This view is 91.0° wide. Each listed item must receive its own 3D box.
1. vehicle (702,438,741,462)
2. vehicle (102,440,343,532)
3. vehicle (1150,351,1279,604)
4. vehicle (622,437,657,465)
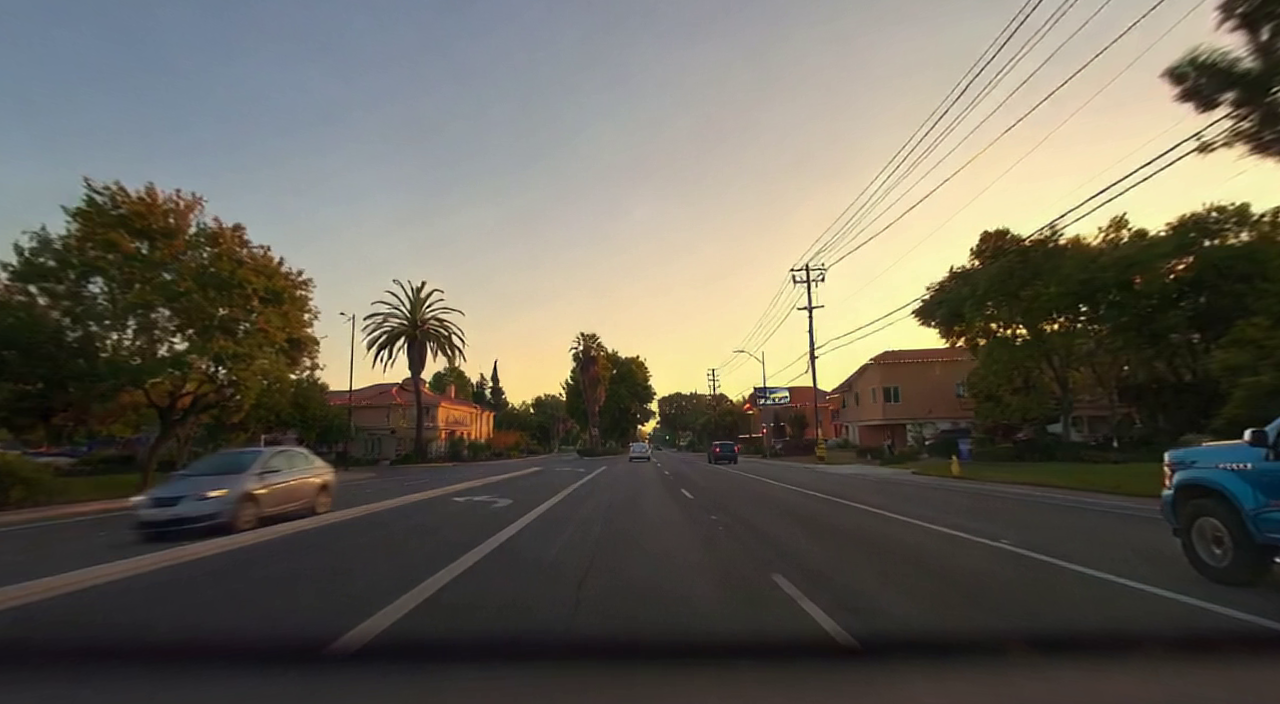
[{"bbox_3d":[6.078,7.371,47.453,2.252,1.718,4.617,0,-9,0],"label":"vehicle"},{"bbox_3d":[-8.058,2.588,12.773,1.949,1.527,4.243,0,-9,0],"label":"vehicle"},{"bbox_3d":[5.987,0.775,3.643,2.355,1.889,4.392,0,-9,1],"label":"vehicle"},{"bbox_3d":[-0.031,6.424,40.898,2.138,1.702,4.168,0,-9,0],"label":"vehicle"}]
